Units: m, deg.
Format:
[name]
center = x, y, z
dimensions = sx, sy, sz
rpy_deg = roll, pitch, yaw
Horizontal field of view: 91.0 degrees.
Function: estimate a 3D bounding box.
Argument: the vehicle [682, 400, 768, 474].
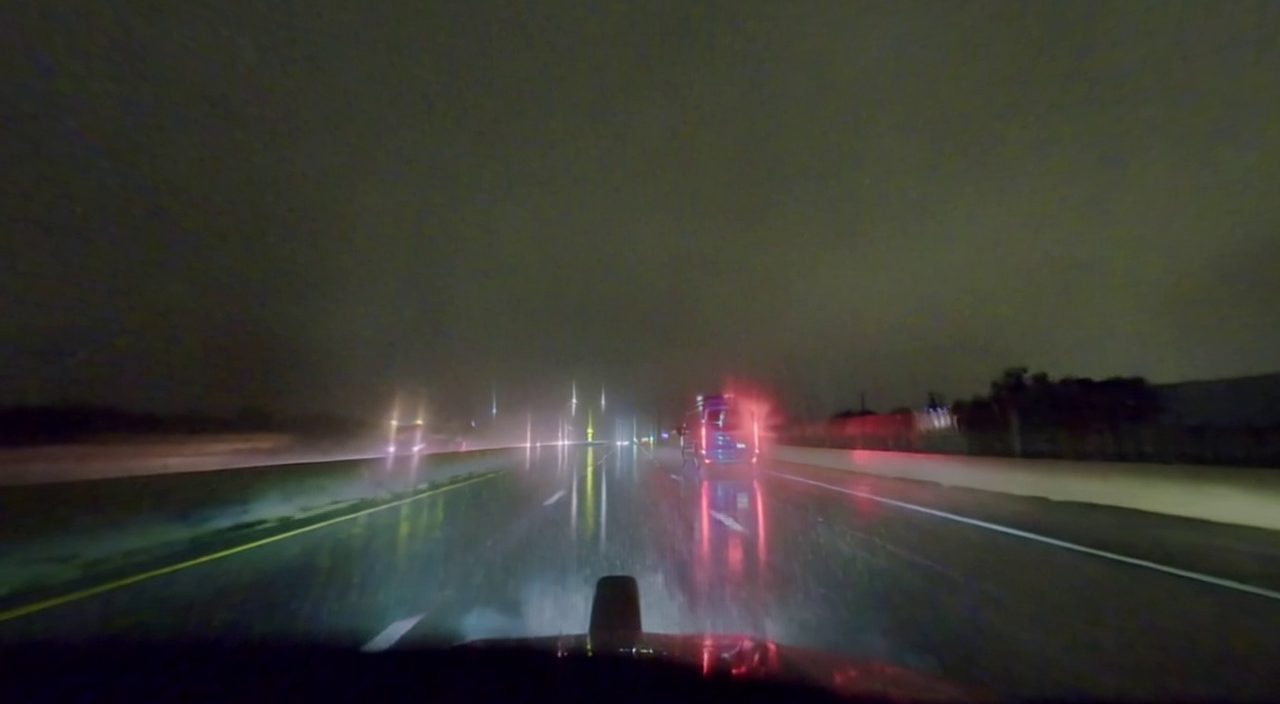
[vehicle]
center = 3.356, 3.604, 26.622
dimensions = 2.431, 2.667, 6.921
rpy_deg = 0, -8, -2
